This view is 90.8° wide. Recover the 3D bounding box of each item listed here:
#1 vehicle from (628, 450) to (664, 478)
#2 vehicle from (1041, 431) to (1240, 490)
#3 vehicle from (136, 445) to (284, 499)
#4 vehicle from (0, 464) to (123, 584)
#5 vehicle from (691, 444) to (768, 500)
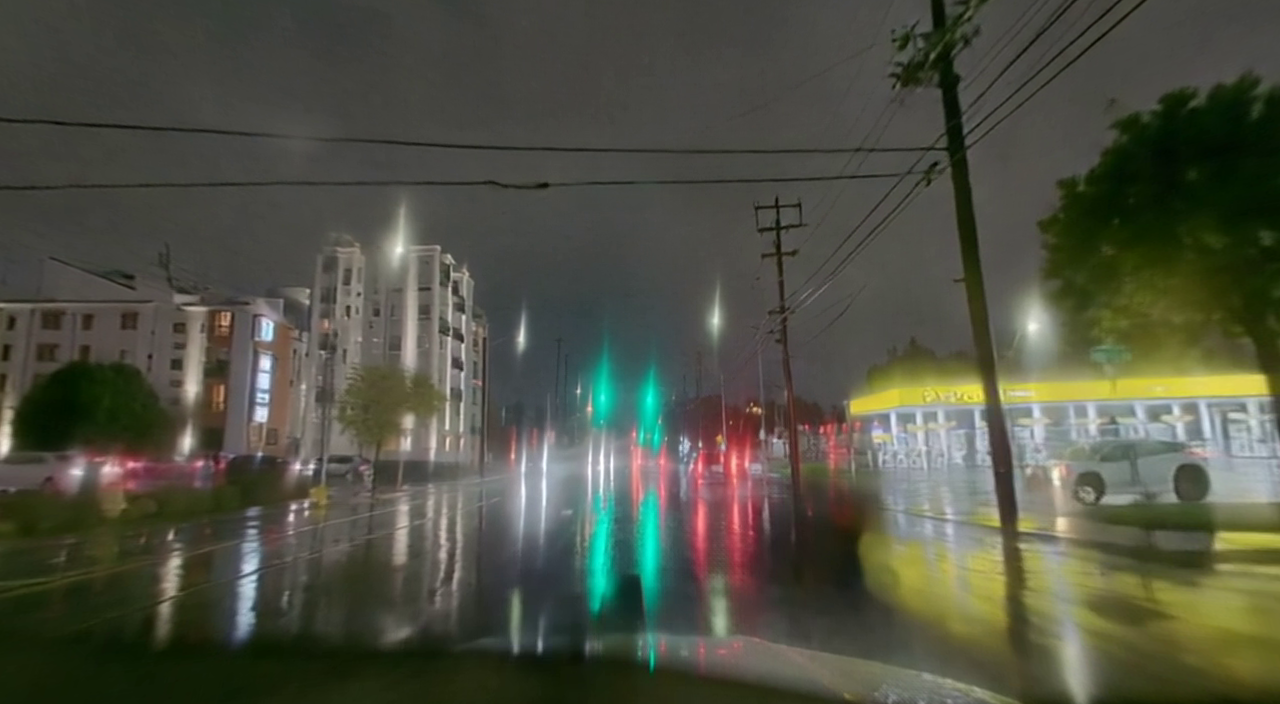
[{"bbox_3d":[0.377,6.622,37.576,1.999,1.487,3.939,0,-8,1],"label":"vehicle"},{"bbox_3d":[14.174,3.103,18.364,1.846,1.480,4.649,0,-8,-2],"label":"vehicle"},{"bbox_3d":[-17.516,4.880,25.922,4.591,1.852,2.241,-3,-7,5],"label":"vehicle"},{"bbox_3d":[-9.086,2.162,7.618,1.859,1.451,4.447,0,-8,1],"label":"vehicle"},{"bbox_3d":[2.876,3.961,21.322,1.945,1.647,4.160,0,-8,-1],"label":"vehicle"}]
